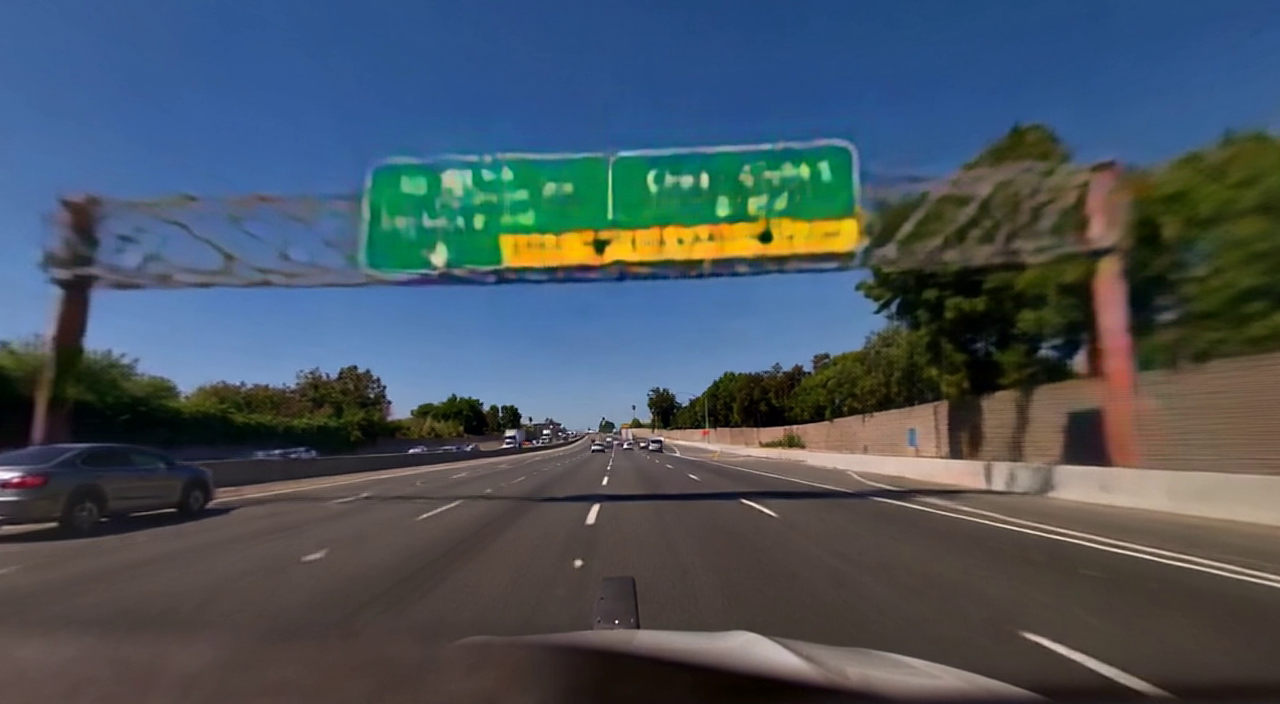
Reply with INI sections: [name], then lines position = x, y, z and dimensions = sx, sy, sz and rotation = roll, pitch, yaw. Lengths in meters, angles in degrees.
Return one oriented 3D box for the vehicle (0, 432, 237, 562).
[vehicle]
position = -8.580, 2.025, 9.553
dimensions = 2.060, 1.507, 4.494
rotation = 0, -9, -1
